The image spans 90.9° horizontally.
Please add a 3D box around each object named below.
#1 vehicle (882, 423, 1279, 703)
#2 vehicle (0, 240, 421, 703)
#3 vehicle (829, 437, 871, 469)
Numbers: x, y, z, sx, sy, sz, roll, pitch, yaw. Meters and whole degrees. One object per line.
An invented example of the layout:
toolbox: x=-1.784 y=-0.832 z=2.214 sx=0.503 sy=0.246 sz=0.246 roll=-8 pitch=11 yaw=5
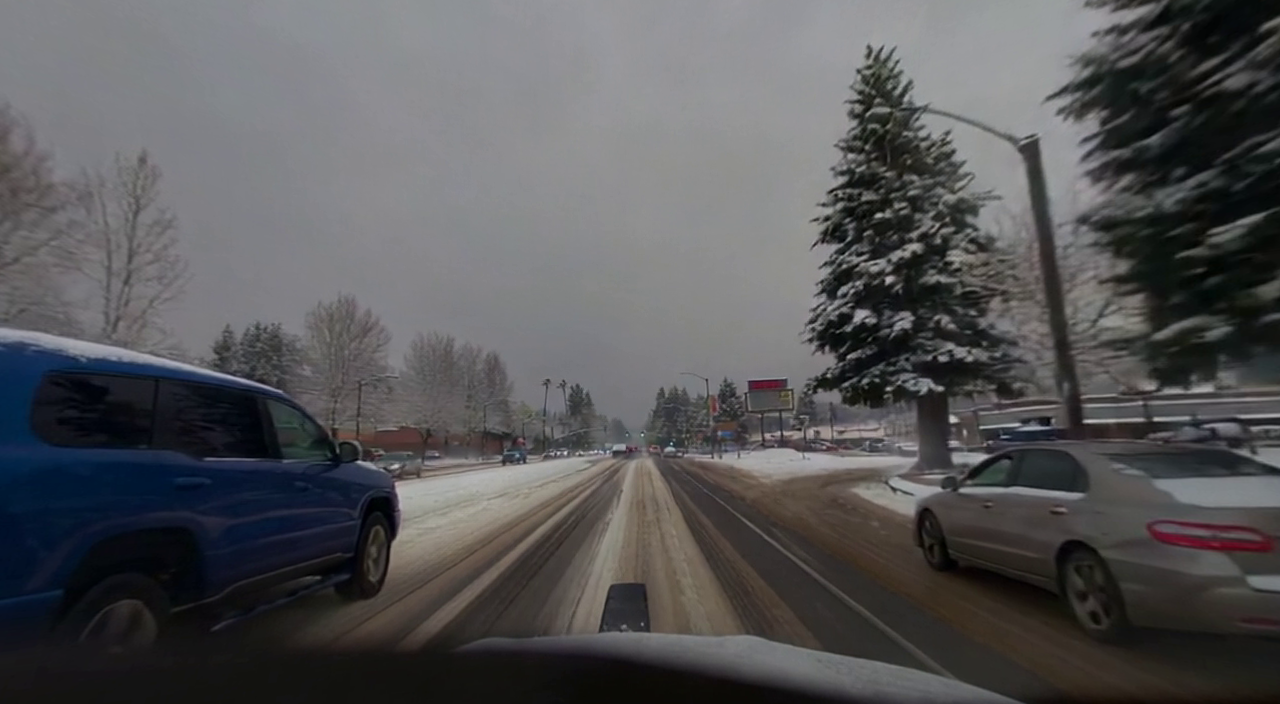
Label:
vehicle: x=3.789 y=1.405 z=5.172 sx=1.978 sy=1.455 sz=4.582 roll=-1 pitch=-9 yaw=3
vehicle: x=-3.314 y=0.900 z=4.051 sx=2.152 sy=1.987 sz=4.527 roll=0 pitch=-9 yaw=0
vehicle: x=13.033 y=6.198 z=38.861 sx=2.180 sy=1.808 sz=4.462 roll=-3 pitch=-9 yaw=20
